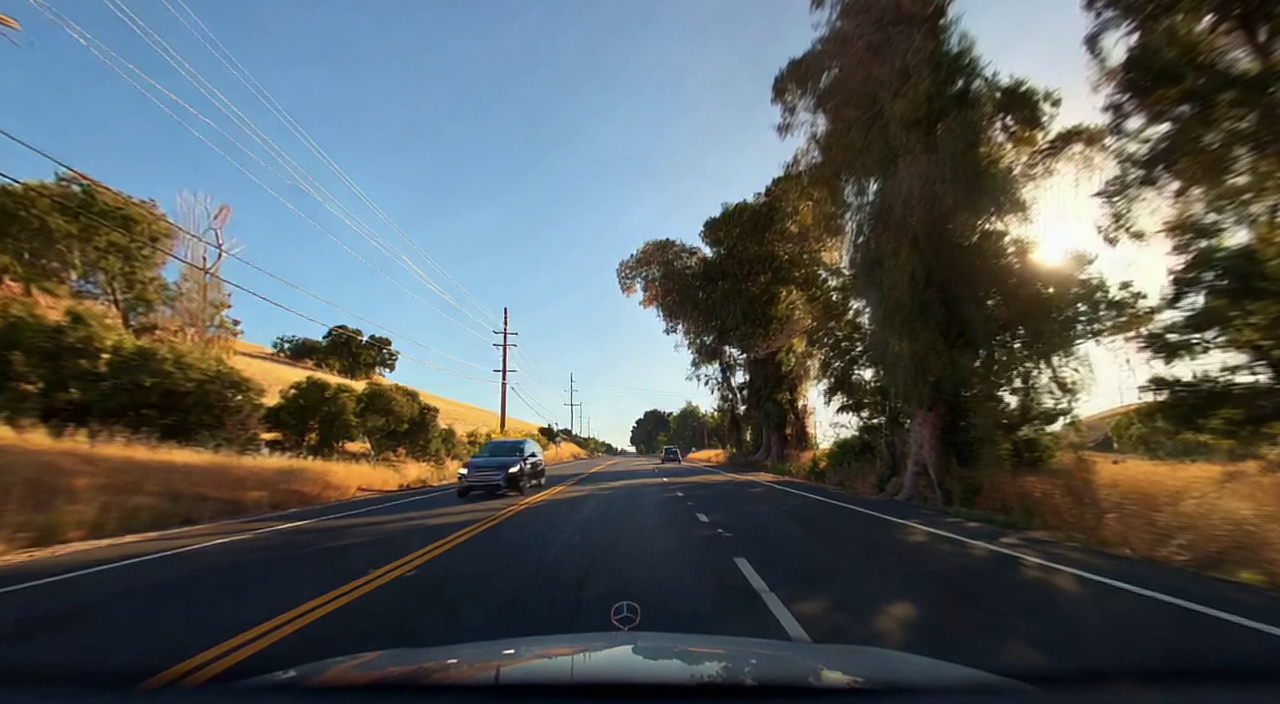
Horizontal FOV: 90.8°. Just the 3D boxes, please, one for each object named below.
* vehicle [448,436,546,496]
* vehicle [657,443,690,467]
[{"bbox_3d":[-4.672,3.819,21.567,2.249,1.795,4.858,0,-9,-1],"label":"vehicle"},{"bbox_3d":[2.492,7.723,47.554,2.135,1.692,4.185,0,-9,-2],"label":"vehicle"}]
